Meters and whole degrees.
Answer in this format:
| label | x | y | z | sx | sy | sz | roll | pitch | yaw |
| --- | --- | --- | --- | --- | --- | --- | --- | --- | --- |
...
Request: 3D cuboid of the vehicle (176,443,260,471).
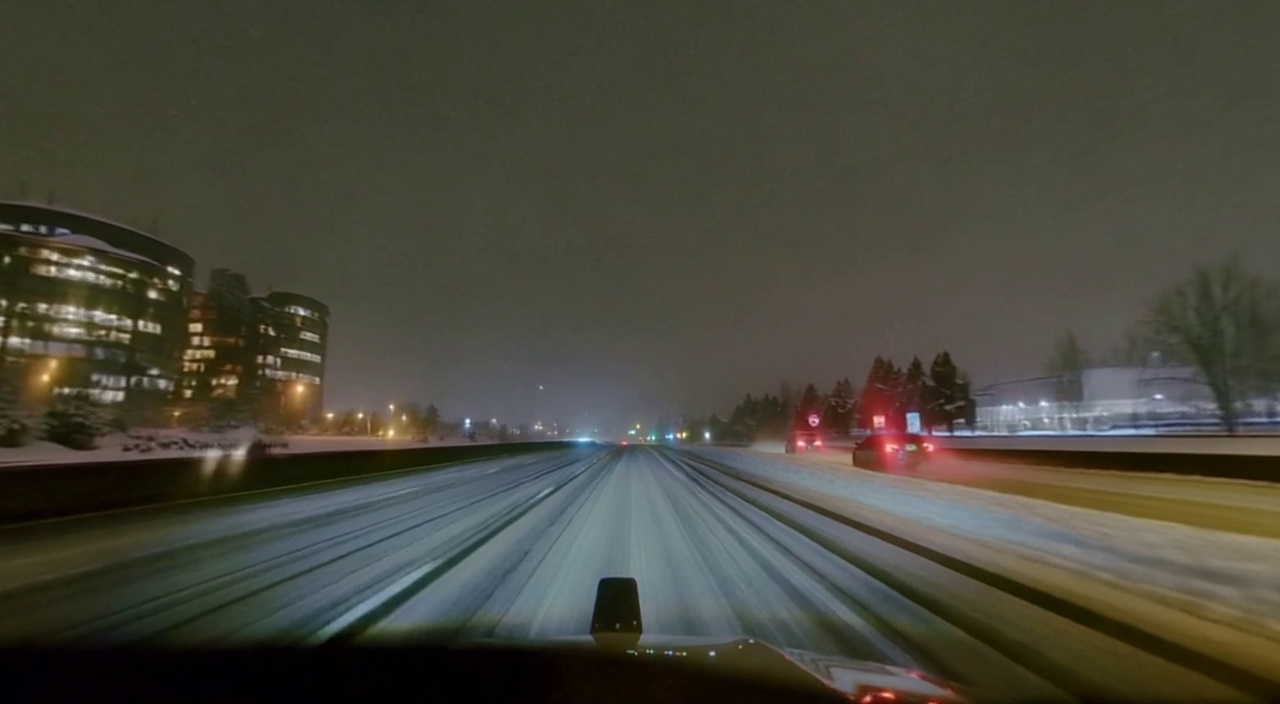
| label | x | y | z | sx | sy | sz | roll | pitch | yaw |
| --- | --- | --- | --- | --- | --- | --- | --- | --- | --- |
| vehicle | -24.631 | 6.116 | 36.922 | 1.868 | 1.503 | 4.441 | 0 | -8 | 0 |
